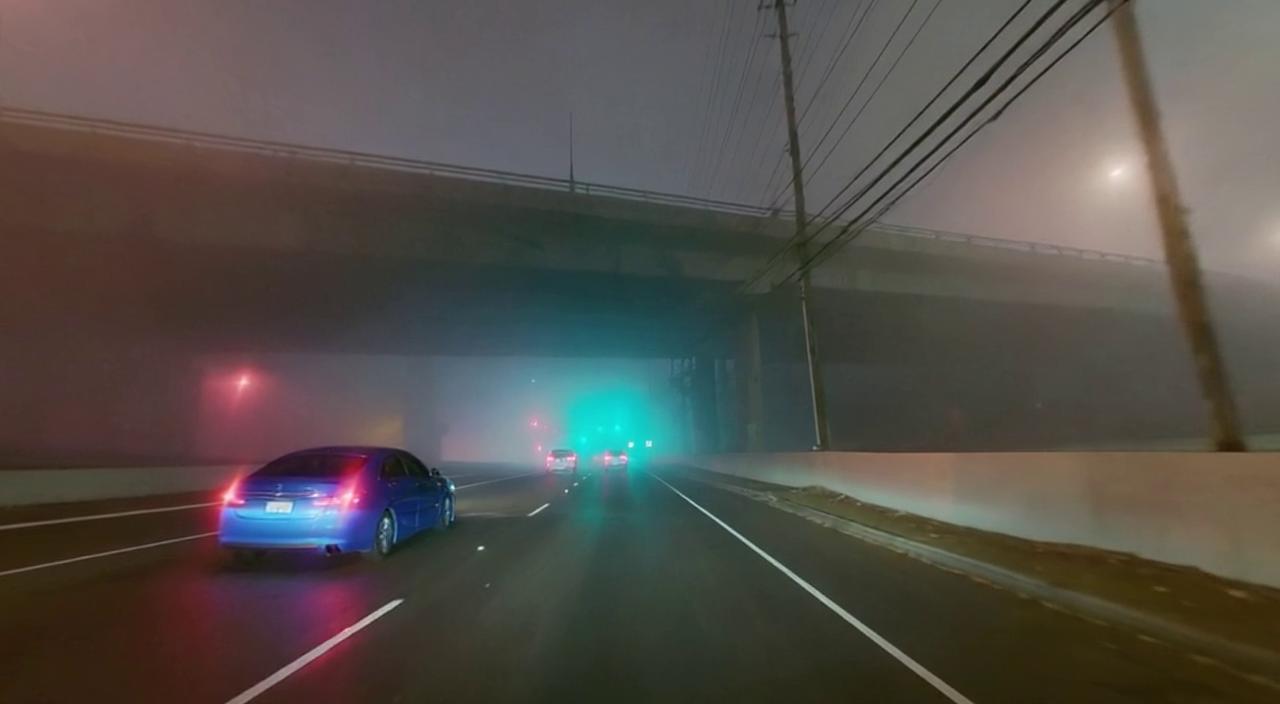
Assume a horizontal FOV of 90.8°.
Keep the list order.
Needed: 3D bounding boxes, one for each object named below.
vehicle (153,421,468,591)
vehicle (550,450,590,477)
[{"bbox_3d":[-3.859,1.846,8.472,1.925,1.666,4.271,0,-8,-1],"label":"vehicle"},{"bbox_3d":[-4.074,6.562,37.279,1.946,1.437,4.154,0,-8,-1],"label":"vehicle"}]
